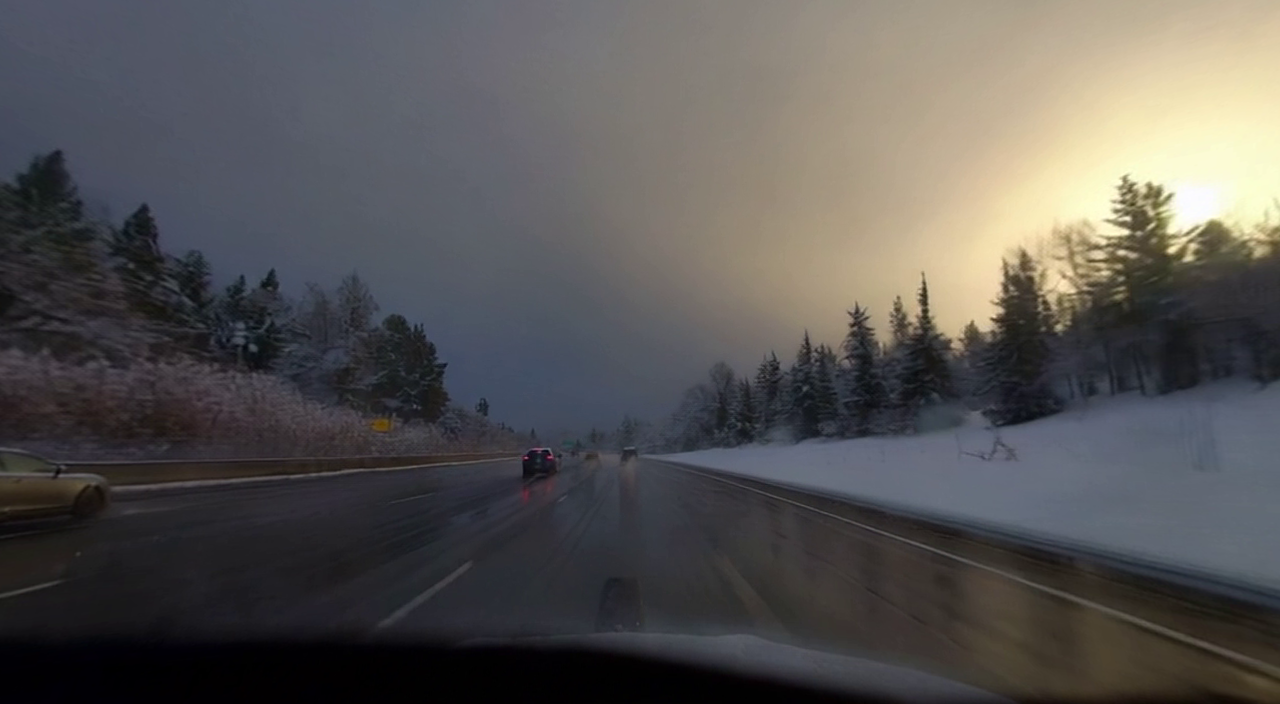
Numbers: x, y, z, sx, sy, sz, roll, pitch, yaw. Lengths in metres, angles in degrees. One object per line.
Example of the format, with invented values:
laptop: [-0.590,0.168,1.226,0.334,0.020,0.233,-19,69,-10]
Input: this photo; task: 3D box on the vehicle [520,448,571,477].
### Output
vehicle: [-5.008,5.906,33.929,2.120,1.458,4.031,0,-9,1]

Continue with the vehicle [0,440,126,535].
vehicle: [-11.039,2.135,9.917,1.960,1.487,4.593,0,-9,0]
